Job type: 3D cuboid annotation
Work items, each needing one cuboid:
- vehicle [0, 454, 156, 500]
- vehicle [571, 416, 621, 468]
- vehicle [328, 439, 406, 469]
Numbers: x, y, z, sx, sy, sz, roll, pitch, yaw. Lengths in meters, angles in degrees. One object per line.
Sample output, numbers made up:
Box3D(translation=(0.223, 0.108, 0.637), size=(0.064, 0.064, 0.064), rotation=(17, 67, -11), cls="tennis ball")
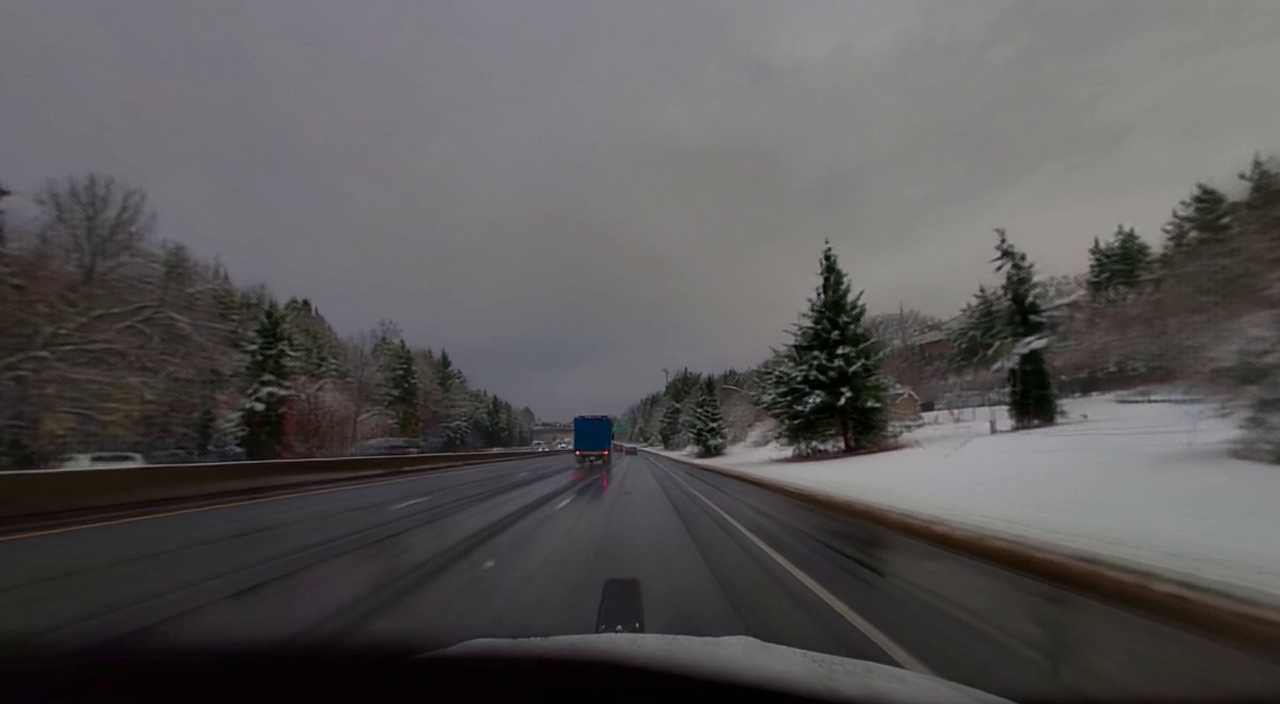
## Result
Box3D(translation=(-21.341, 4.730, 24.297), size=(1.915, 1.525, 4.408), rotation=(0, -9, 0), cls="vehicle")
Box3D(translation=(-2.963, 6.421, 45.052), size=(2.874, 3.309, 8.208), rotation=(0, -8, 0), cls="vehicle")
Box3D(translation=(-17.481, 6.553, 40.811), size=(2.500, 1.763, 5.756), rotation=(0, -9, 0), cls="vehicle")
